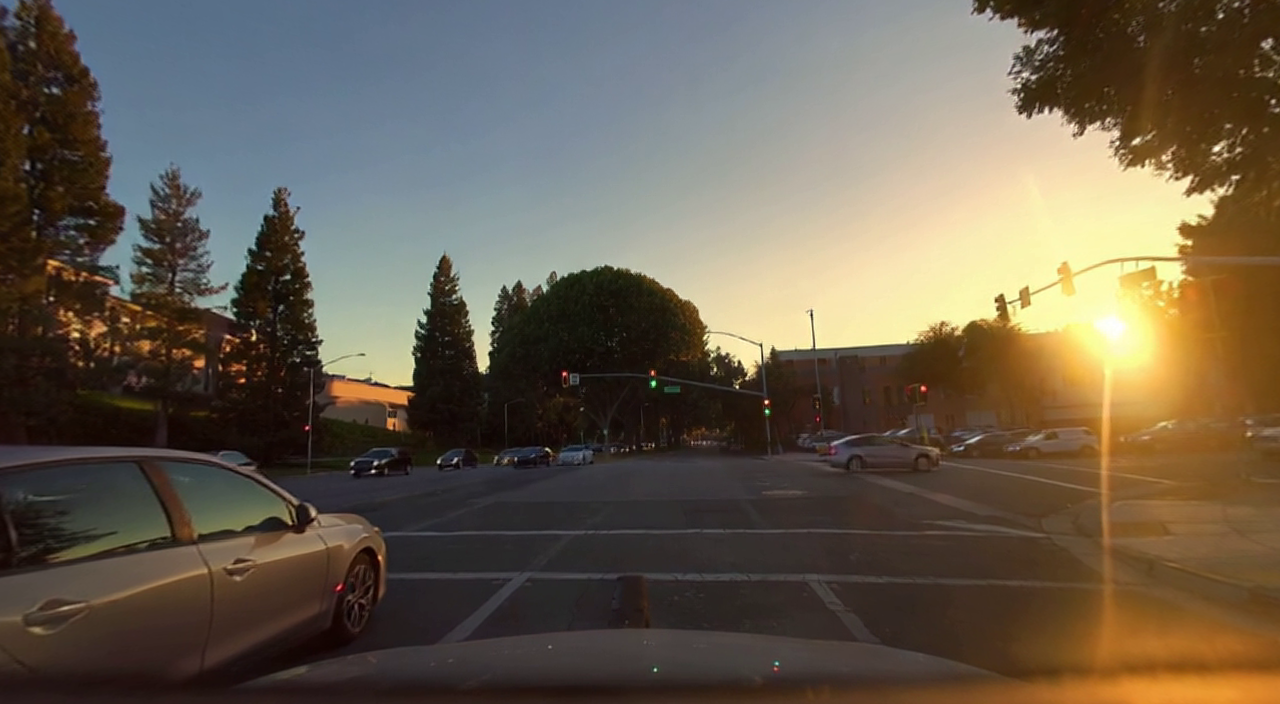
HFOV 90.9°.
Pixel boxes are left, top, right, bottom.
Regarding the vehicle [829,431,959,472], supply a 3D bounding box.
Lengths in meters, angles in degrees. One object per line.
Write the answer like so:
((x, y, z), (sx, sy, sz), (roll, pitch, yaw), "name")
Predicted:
((9.546, 3.774, 24.053), (4.364, 1.450, 1.841), (-3, -9, 17), "vehicle")

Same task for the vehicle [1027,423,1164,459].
((19.940, 3.918, 27.727), (4.552, 1.492, 2.002), (0, -9, -4), "vehicle")

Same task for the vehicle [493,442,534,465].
((-9.707, 7.833, 48.784), (1.905, 1.724, 4.449), (-1, -8, 5), "vehicle")

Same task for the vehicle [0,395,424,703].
((-2.935, 1.069, 3.195), (1.924, 1.482, 4.734), (0, -8, 1), "vehicle")
